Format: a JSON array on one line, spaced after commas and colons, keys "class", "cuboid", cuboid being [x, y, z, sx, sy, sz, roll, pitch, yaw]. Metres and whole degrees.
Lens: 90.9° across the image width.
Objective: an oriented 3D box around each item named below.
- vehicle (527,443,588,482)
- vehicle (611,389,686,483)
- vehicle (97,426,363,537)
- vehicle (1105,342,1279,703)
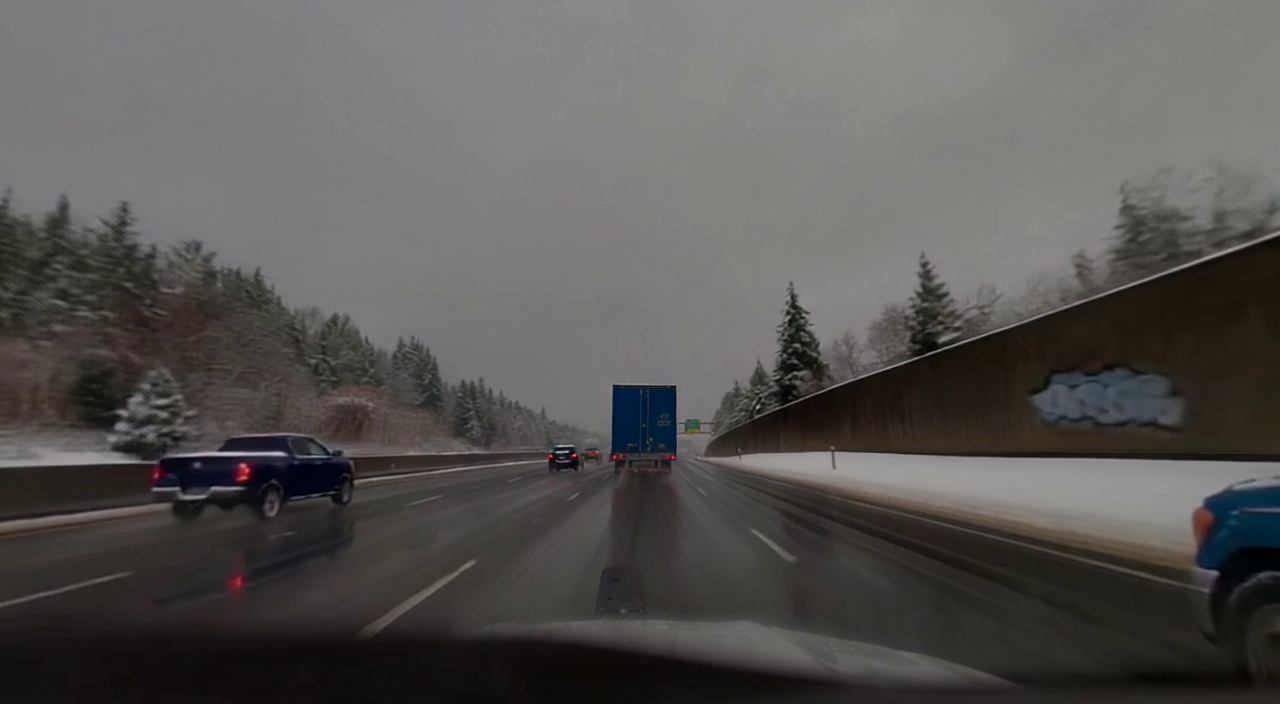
[{"class": "vehicle", "cuboid": [-3.388, 4.654, 26.763, 2.020, 1.505, 4.171, 0, -9, 0]}, {"class": "vehicle", "cuboid": [0.247, 4.068, 29.769, 2.915, 3.661, 9.741, 0, -9, -1]}, {"class": "vehicle", "cuboid": [-6.938, 2.221, 11.332, 2.005, 1.607, 4.042, 0, -9, 0]}, {"class": "vehicle", "cuboid": [3.660, 0.596, 1.157, 2.205, 1.689, 4.403, 0, -9, 0]}]
